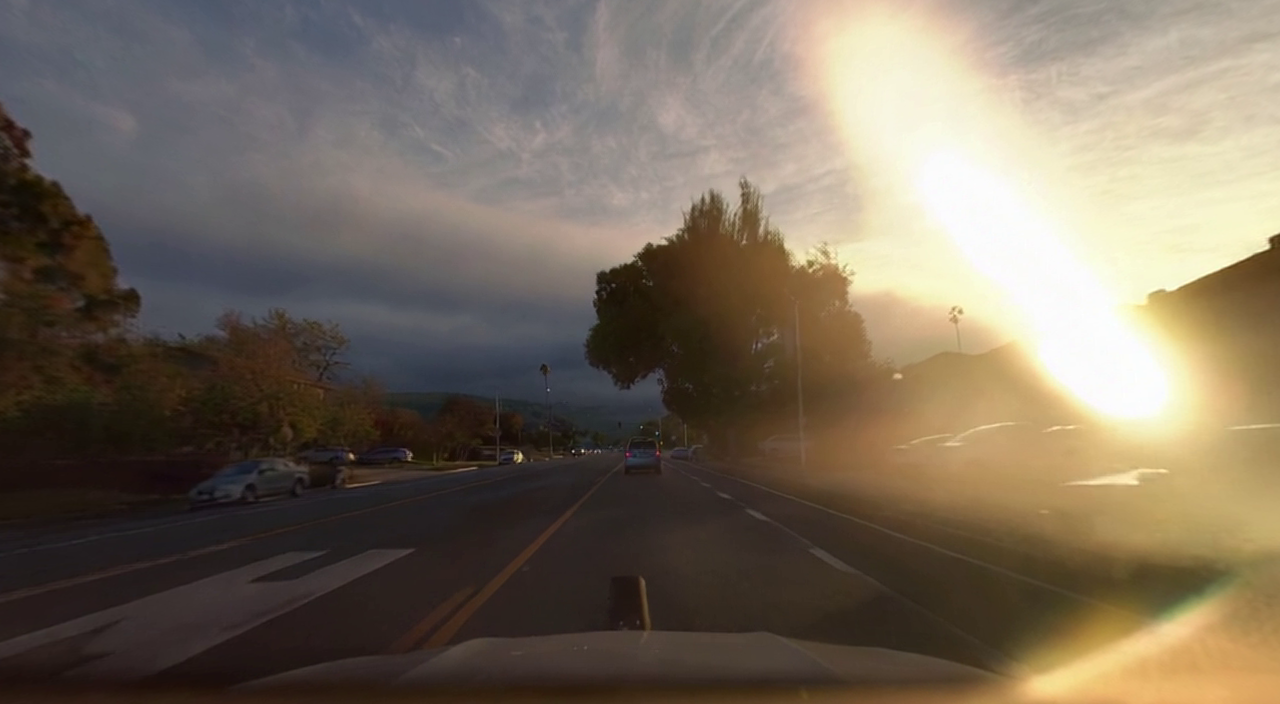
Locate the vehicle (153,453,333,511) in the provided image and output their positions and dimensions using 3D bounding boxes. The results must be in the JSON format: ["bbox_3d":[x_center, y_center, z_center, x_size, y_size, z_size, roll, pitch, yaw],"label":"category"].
[{"bbox_3d":[-12.408,4.066,20.381,2.192,1.541,5.391,0,-8,2],"label":"vehicle"}]

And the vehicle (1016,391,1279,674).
[{"bbox_3d":[5.017,1.141,4.085,2.153,1.730,4.659,0,-8,-2],"label":"vehicle"}]

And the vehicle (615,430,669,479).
[{"bbox_3d":[0.049,4.435,27.607,2.153,1.942,4.767,0,-8,-1],"label":"vehicle"}]
